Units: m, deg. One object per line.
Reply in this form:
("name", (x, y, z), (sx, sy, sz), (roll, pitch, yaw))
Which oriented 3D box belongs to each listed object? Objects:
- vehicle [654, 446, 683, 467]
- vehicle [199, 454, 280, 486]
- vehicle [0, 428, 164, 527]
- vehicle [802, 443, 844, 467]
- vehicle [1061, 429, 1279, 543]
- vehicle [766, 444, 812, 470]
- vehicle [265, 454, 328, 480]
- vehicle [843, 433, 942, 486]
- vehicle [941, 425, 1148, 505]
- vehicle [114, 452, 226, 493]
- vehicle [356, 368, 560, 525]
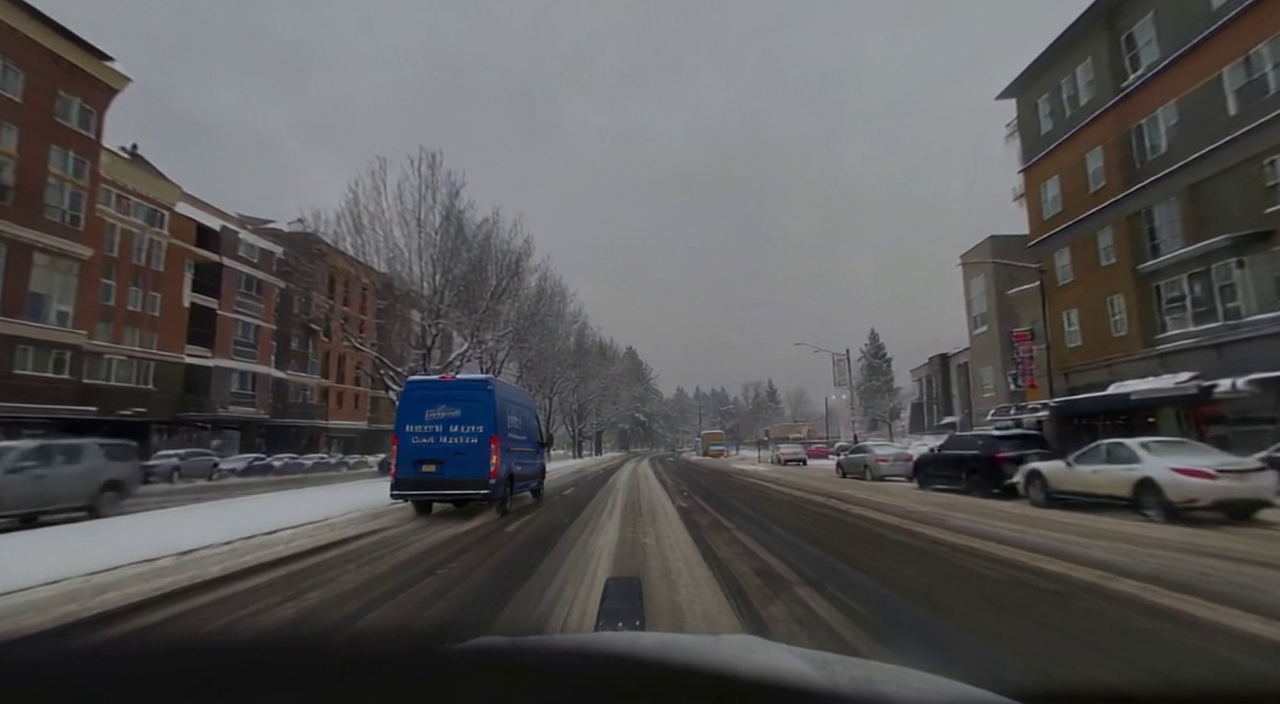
("vehicle", (2.107, 7.953, 48.314), (1.878, 1.534, 4.120), (0, -8, -2))
("vehicle", (-22.948, 6.736, 36.397), (1.873, 1.657, 4.381), (0, -9, -2))
("vehicle", (-13.194, 2.659, 13.772), (2.041, 1.863, 4.639), (0, -8, -1))
("vehicle", (11.935, 6.721, 41.396), (1.627, 1.493, 3.508), (0, -8, 0))
("vehicle", (9.129, 2.073, 10.344), (1.802, 1.504, 3.797), (0, -9, -1))
("vehicle", (9.130, 6.454, 38.920), (1.850, 1.477, 3.520), (0, -9, -2))
("vehicle", (-23.086, 7.711, 42.611), (1.835, 1.610, 4.452), (0, -8, -2))
("vehicle", (9.088, 3.904, 23.153), (1.766, 1.725, 4.221), (0, -8, -1))
("vehicle", (9.687, 2.731, 15.695), (2.044, 1.673, 4.398), (0, -9, -3))
("vehicle", (-22.915, 5.838, 31.078), (1.916, 1.782, 4.572), (-1, -8, 1))
("vehicle", (-3.961, 2.358, 15.944), (2.763, 2.974, 7.562), (-1, -8, 1))
